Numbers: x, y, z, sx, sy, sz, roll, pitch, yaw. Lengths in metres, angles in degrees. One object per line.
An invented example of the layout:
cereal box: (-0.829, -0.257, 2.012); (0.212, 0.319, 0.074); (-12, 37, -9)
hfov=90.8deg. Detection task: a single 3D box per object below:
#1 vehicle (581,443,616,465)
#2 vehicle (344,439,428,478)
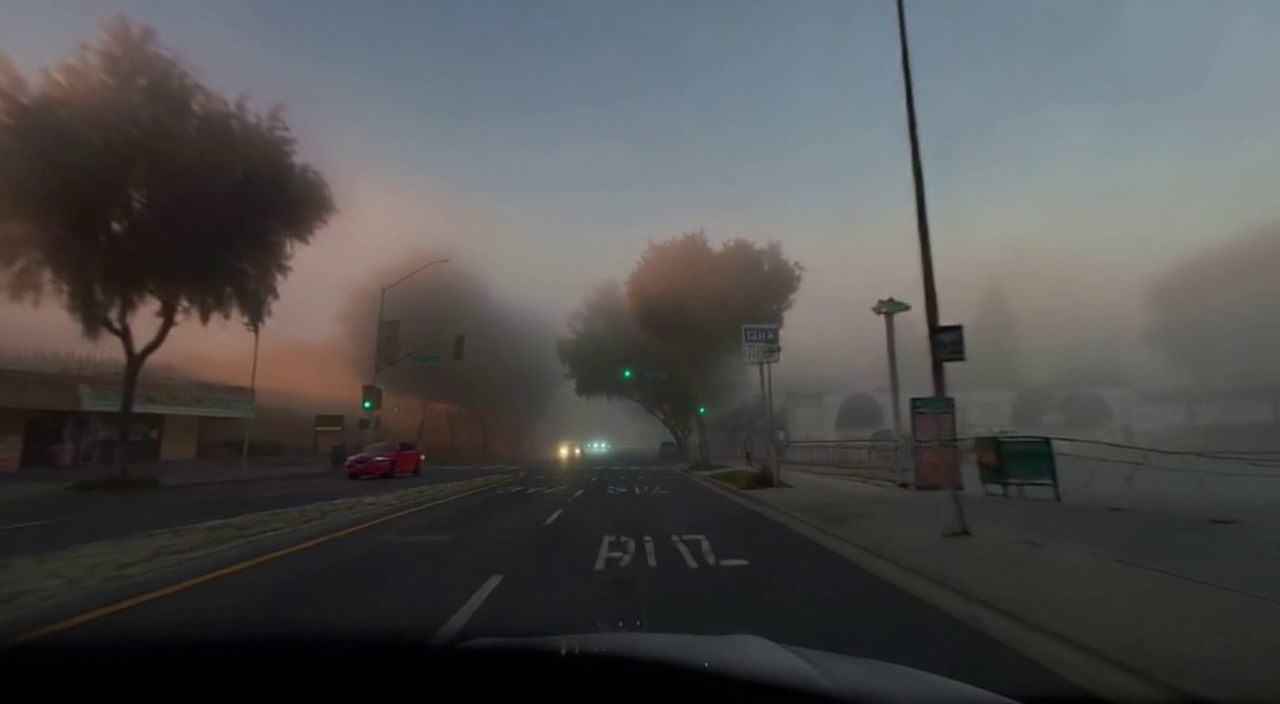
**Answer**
vehicle: (-2.897, 7.278, 45.354); (2.122, 1.469, 4.388); (0, -8, 1)
vehicle: (-10.642, 4.488, 26.811); (1.873, 1.532, 3.777); (0, -8, 2)
